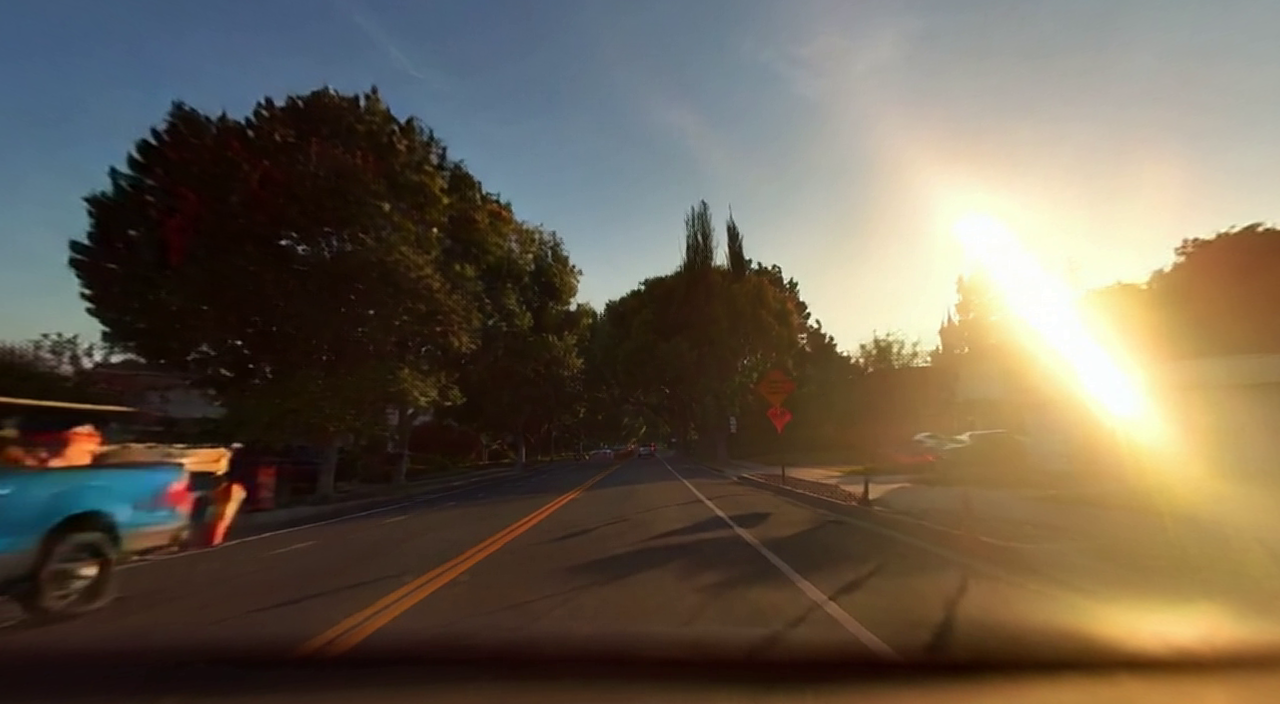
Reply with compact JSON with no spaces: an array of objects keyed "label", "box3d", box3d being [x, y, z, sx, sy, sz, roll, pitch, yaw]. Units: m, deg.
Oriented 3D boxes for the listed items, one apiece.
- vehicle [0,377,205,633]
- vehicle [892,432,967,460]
[{"label":"vehicle","box3d":[-7.356,1.346,5.465,2.517,2.323,5.205,-3,-9,21]},{"label":"vehicle","box3d":[17.040,5.544,37.185,3.462,1.576,1.863,1,-8,-4]}]
